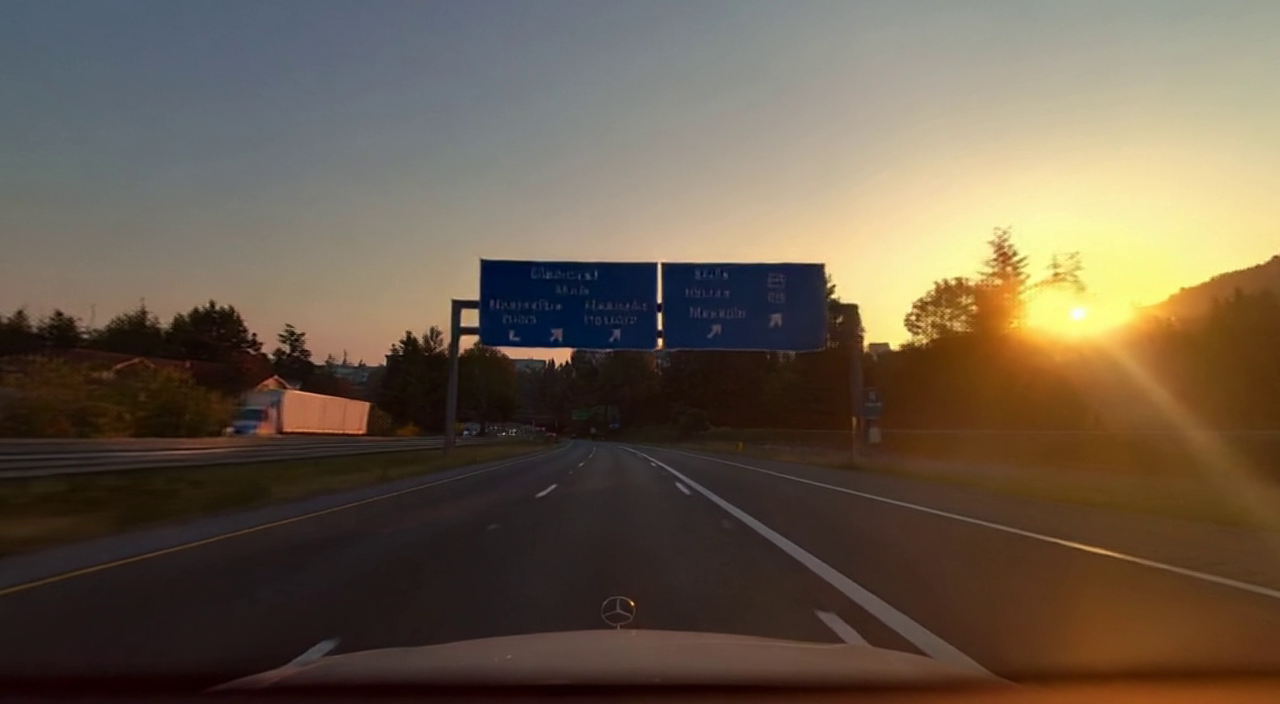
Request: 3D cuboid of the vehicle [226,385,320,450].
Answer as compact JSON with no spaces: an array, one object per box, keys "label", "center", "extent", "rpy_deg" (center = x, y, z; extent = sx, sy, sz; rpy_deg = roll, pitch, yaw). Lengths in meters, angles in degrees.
[{"label":"vehicle","center":[-26.484,4.858,45.915],"extent":[3.052,4.347,6.501],"rpy_deg":[0,-8,-4]}]
